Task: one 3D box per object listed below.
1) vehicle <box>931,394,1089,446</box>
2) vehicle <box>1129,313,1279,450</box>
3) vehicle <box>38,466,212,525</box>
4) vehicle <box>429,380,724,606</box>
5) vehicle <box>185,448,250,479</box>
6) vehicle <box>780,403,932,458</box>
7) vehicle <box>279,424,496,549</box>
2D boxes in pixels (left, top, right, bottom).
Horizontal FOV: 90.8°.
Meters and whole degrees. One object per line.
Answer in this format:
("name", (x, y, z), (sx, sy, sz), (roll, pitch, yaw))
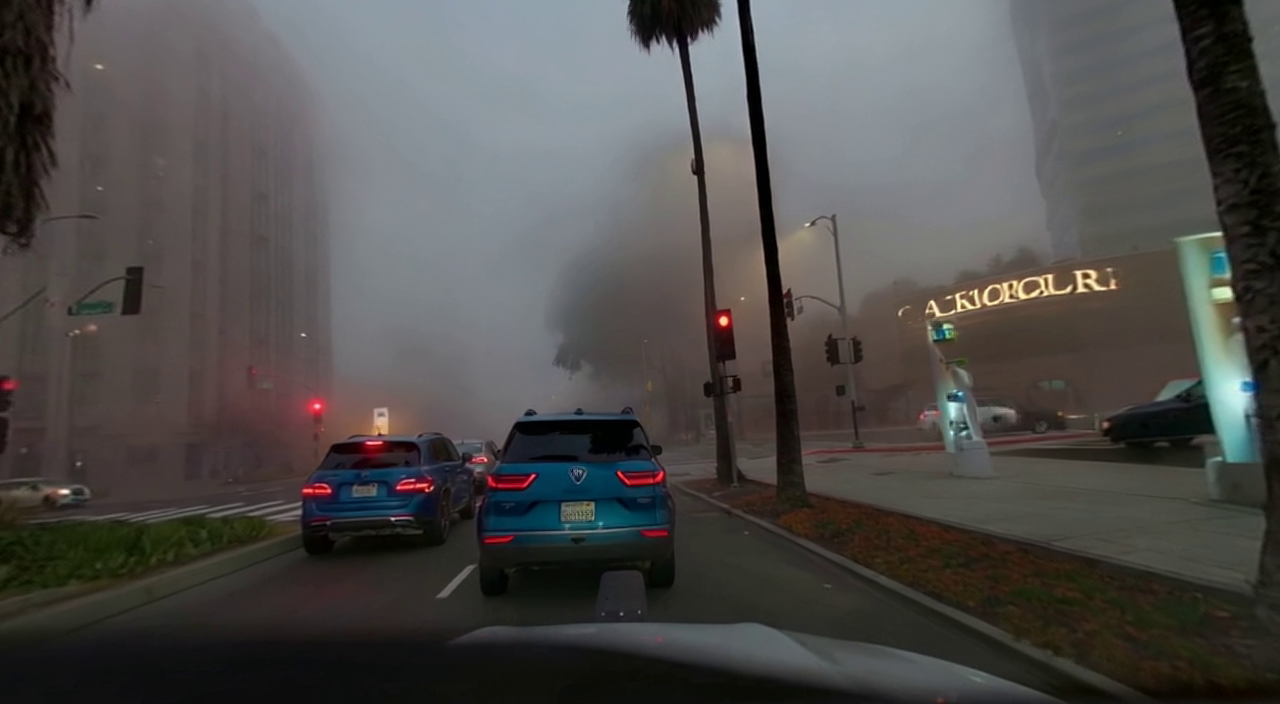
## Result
("vehicle", (14.980, 2.807, 25.813), (5.033, 1.999, 2.259), (0, -8, -3))
("vehicle", (10.288, 0.542, 9.369), (4.420, 1.766, 2.104), (1, -9, -6))
("vehicle", (-17.408, 4.777, 21.422), (4.660, 1.708, 2.331), (-3, -9, 19))
("vehicle", (-0.704, 1.558, 7.938), (2.519, 1.913, 4.819), (0, -8, -4))
("vehicle", (-28.805, 7.597, 43.245), (1.783, 1.997, 4.000), (0, -8, -3))
("vehicle", (8.607, 3.174, 25.493), (5.307, 2.076, 2.122), (1, -8, -6))
("vehicle", (-4.057, 2.226, 11.288), (2.097, 1.692, 5.030), (0, -8, -4))
